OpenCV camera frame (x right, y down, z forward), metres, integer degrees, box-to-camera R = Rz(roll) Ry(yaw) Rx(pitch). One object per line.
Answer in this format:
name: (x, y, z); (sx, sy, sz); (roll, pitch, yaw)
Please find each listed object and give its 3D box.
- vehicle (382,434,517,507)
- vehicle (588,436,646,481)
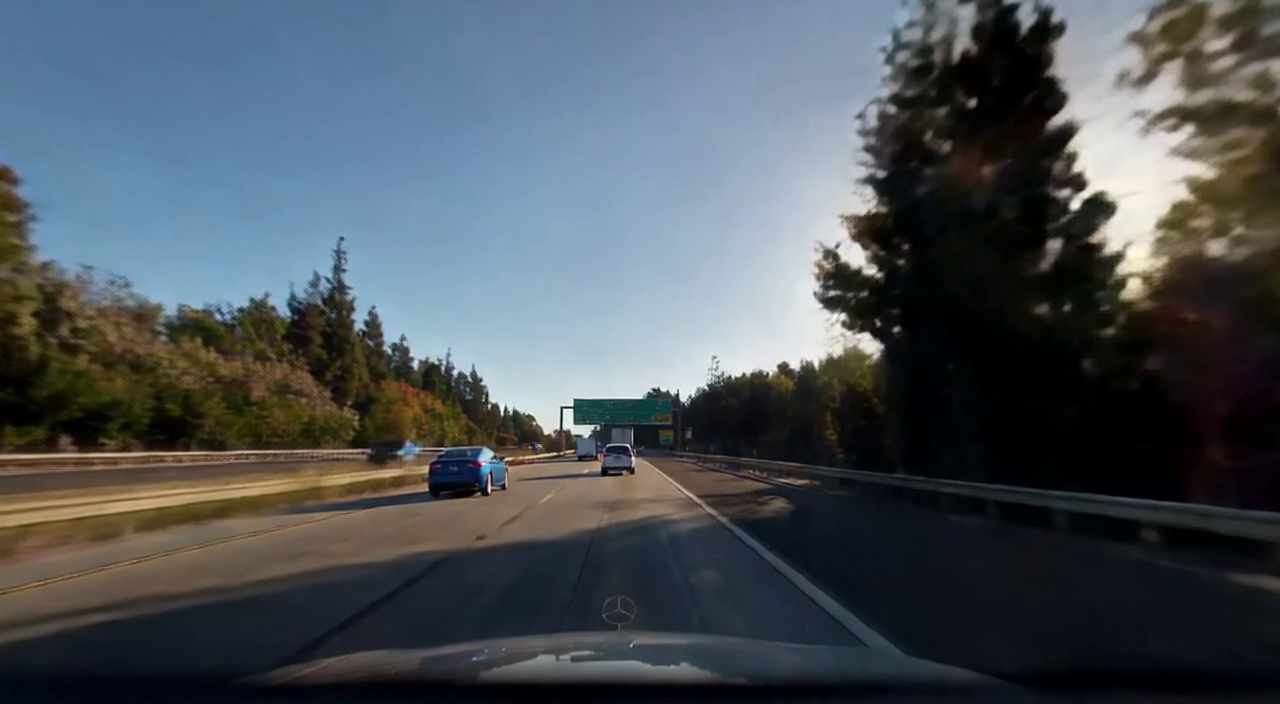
vehicle: (-4.776, 3.042, 16.549); (2.103, 1.588, 4.709); (-1, -9, 0)
vehicle: (-0.939, 4.394, 26.050); (2.220, 1.711, 4.056); (0, -9, -1)
